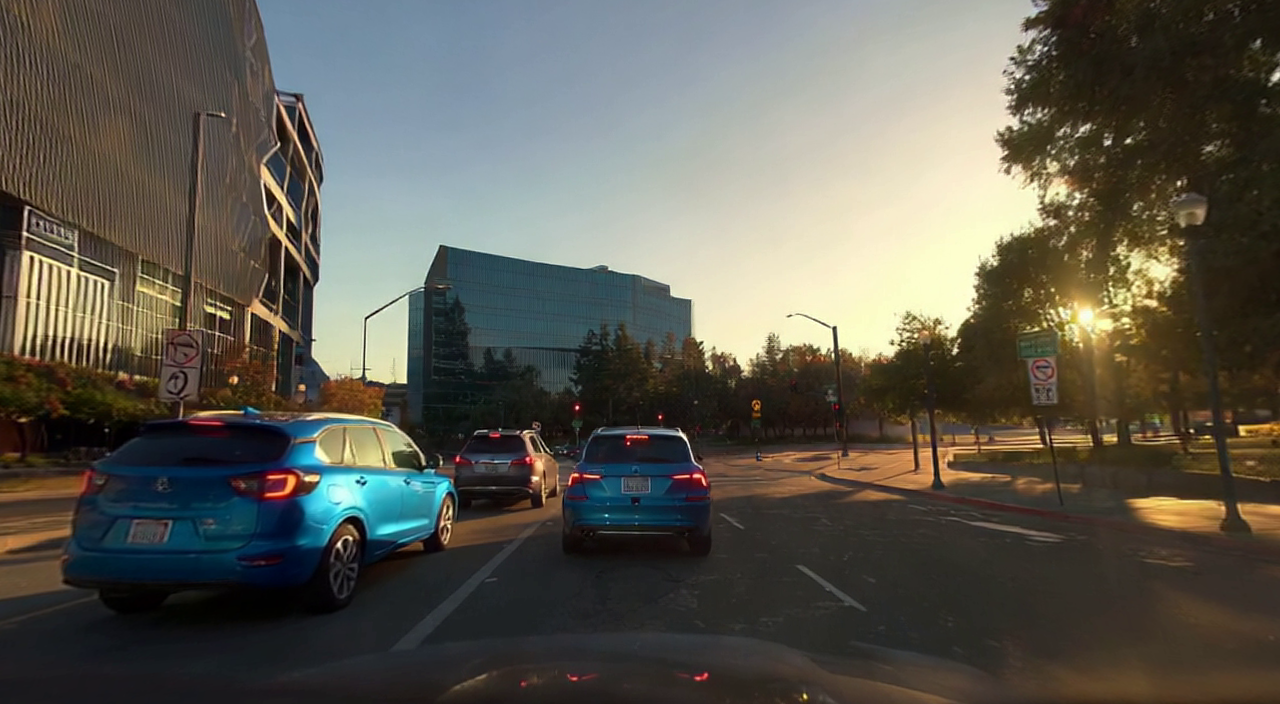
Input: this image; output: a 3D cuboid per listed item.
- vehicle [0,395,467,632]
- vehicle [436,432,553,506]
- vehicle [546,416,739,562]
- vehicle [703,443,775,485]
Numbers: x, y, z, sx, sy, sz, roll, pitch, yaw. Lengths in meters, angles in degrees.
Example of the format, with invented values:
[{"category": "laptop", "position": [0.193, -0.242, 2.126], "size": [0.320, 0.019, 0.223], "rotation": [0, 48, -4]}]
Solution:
[{"category": "vehicle", "position": [-3.562, 1.483, 6.808], "size": [2.083, 1.691, 4.398], "rotation": [0, -8, 1]}, {"category": "vehicle", "position": [-3.620, 2.992, 16.586], "size": [2.068, 1.678, 4.199], "rotation": [0, -8, 0]}, {"category": "vehicle", "position": [0.005, 1.881, 9.402], "size": [2.207, 1.659, 4.155], "rotation": [0, -8, -1]}, {"category": "vehicle", "position": [3.714, 4.261, 24.456], "size": [2.082, 1.445, 4.426], "rotation": [0, -8, 0]}]
